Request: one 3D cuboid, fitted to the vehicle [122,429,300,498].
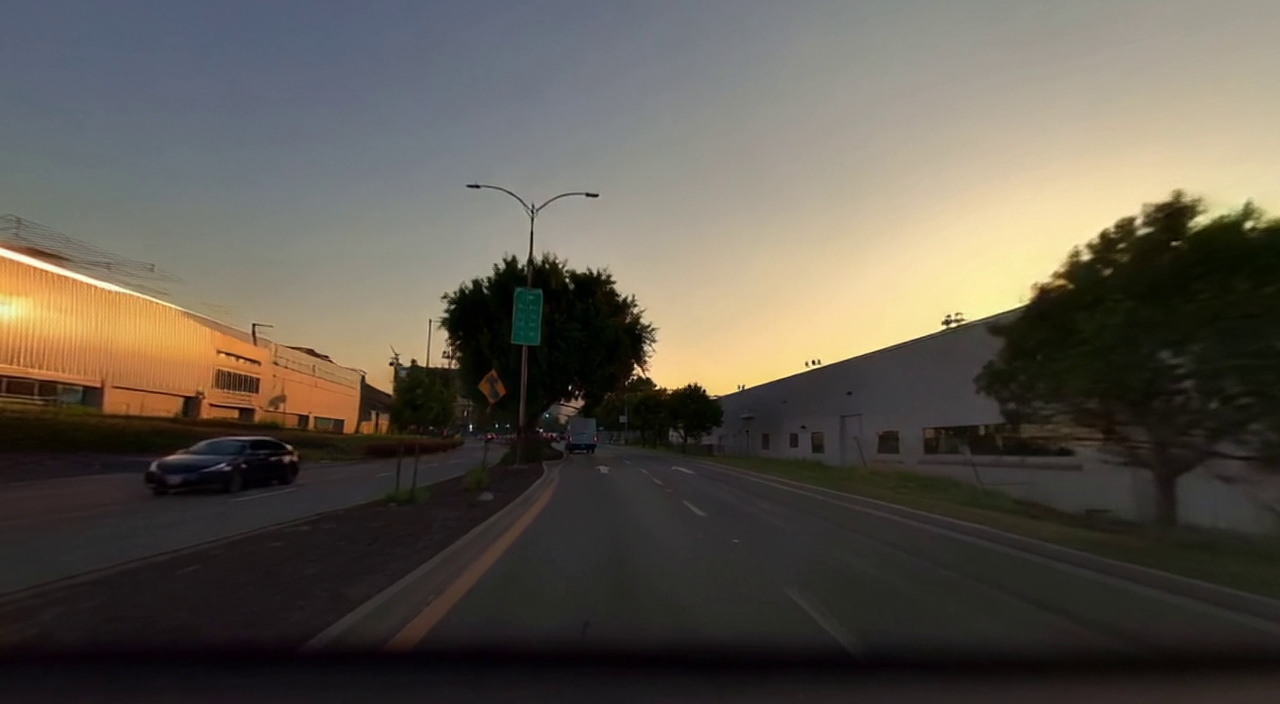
[{"bbox_3d":[-10.728,2.785,16.188,1.897,1.515,3.986,0,-8,-3],"label":"vehicle"}]

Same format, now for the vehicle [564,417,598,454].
[{"bbox_3d":[-4.720,6.608,49.568,2.276,2.706,5.232,1,-8,-9],"label":"vehicle"}]
